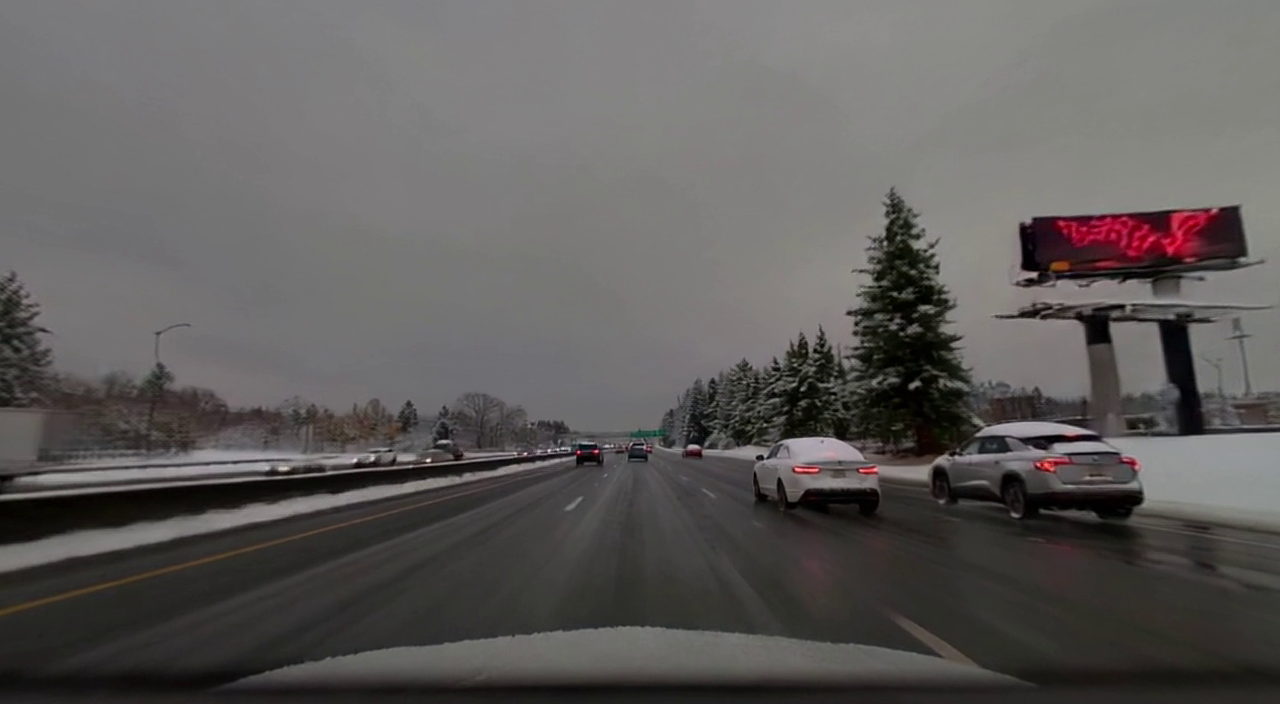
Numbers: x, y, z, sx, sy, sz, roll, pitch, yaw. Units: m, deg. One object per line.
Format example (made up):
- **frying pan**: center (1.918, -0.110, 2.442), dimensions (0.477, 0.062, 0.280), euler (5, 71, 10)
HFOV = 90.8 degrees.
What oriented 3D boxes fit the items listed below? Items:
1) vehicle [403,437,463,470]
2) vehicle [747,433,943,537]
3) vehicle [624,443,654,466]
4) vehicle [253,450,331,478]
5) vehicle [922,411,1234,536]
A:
- **vehicle**: center (-14.699, 7.239, 45.280), dimensions (2.438, 2.164, 5.666), euler (0, -9, 0)
- **vehicle**: center (3.420, 2.307, 11.632), dimensions (1.987, 1.509, 4.512), euler (0, -9, -1)
- **vehicle**: center (-0.142, 7.809, 48.235), dimensions (2.191, 1.685, 4.015), euler (0, -9, -2)
- **vehicle**: center (-19.976, 6.452, 36.549), dimensions (1.851, 1.470, 4.754), euler (0, -9, -1)
- **vehicle**: center (7.457, 2.132, 11.647), dimensions (2.176, 1.793, 4.841), euler (0, -9, -1)
